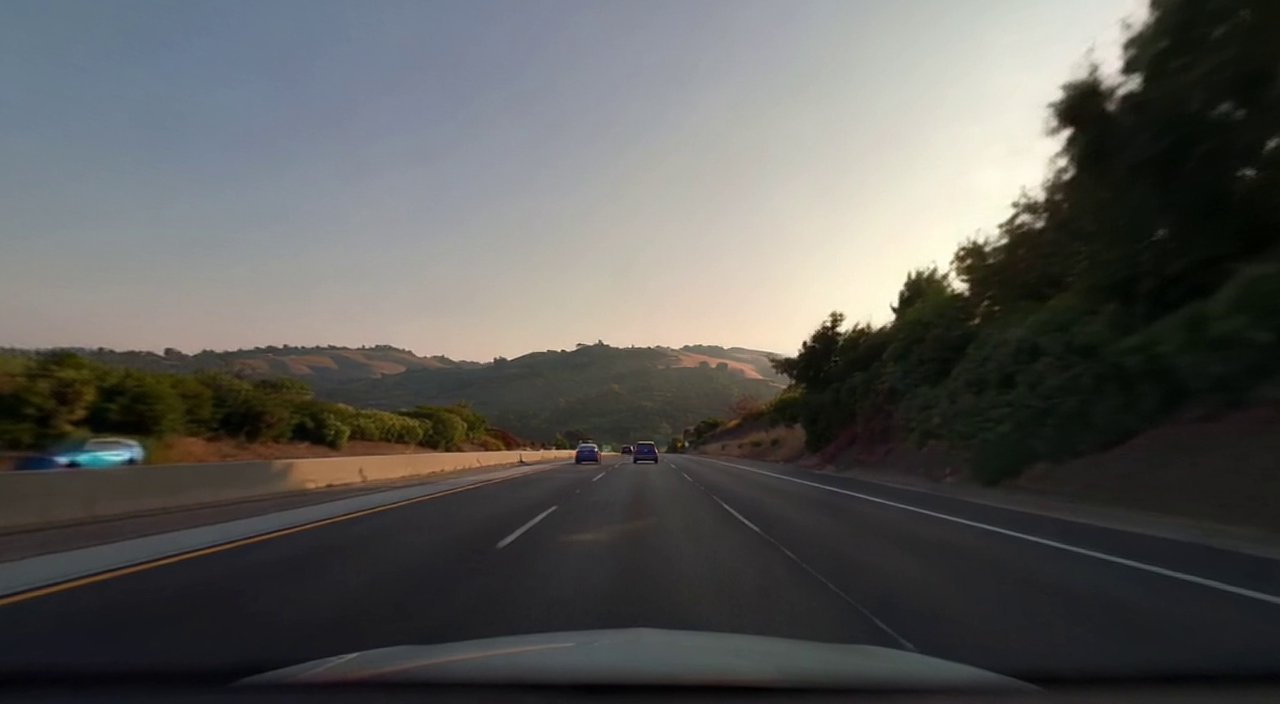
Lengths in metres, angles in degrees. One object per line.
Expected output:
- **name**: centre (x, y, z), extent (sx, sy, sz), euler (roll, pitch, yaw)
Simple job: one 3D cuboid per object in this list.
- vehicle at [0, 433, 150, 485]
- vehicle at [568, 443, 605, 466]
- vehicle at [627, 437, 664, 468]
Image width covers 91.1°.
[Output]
- **vehicle**: centre (-21.268, 3.994, 23.749), extent (1.839, 1.745, 4.411), euler (0, -9, 0)
- **vehicle**: centre (-3.593, 7.022, 43.058), extent (2.082, 1.485, 4.237), euler (0, -9, 1)
- **vehicle**: centre (0.344, 6.402, 40.323), extent (2.272, 1.836, 4.866), euler (0, -9, 0)
